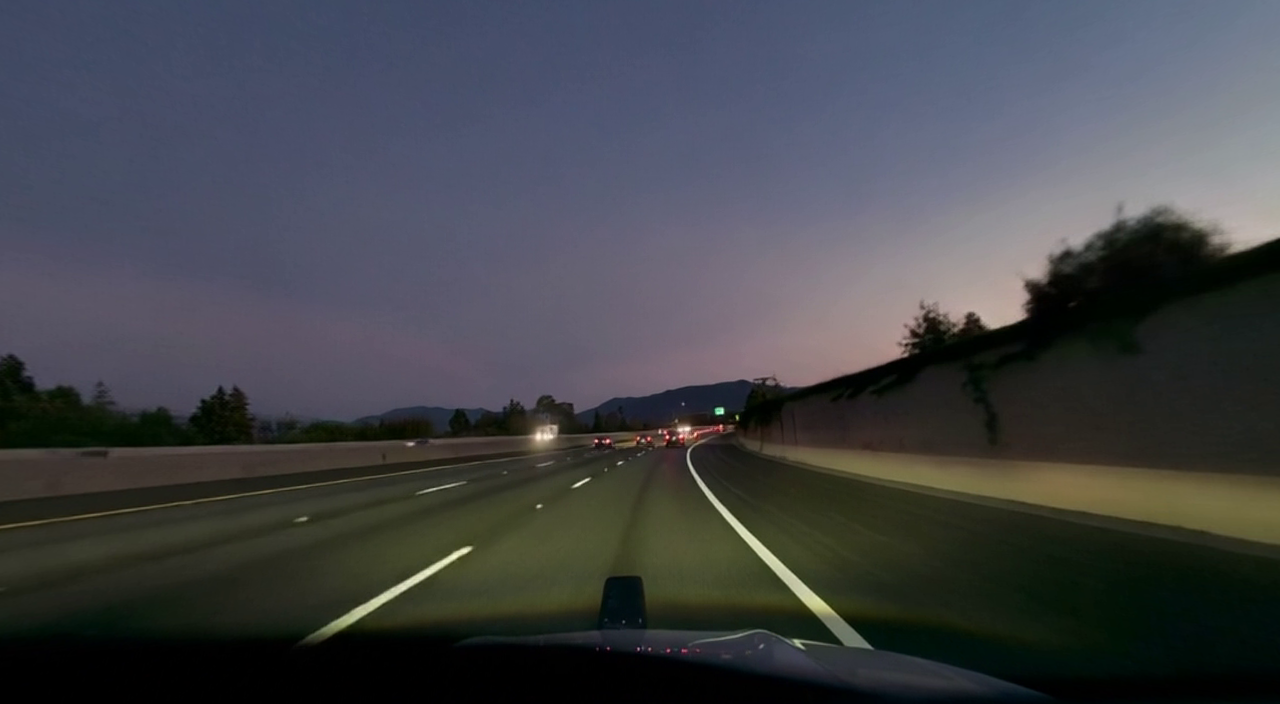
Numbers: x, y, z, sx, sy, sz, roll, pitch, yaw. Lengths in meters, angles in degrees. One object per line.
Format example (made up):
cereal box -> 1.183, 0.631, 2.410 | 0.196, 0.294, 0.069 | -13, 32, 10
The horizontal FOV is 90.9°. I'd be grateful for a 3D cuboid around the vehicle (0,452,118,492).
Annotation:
vehicle -> -24.650, 4.984, 26.411 | 1.762, 1.532, 4.226 | -1, -10, 4
